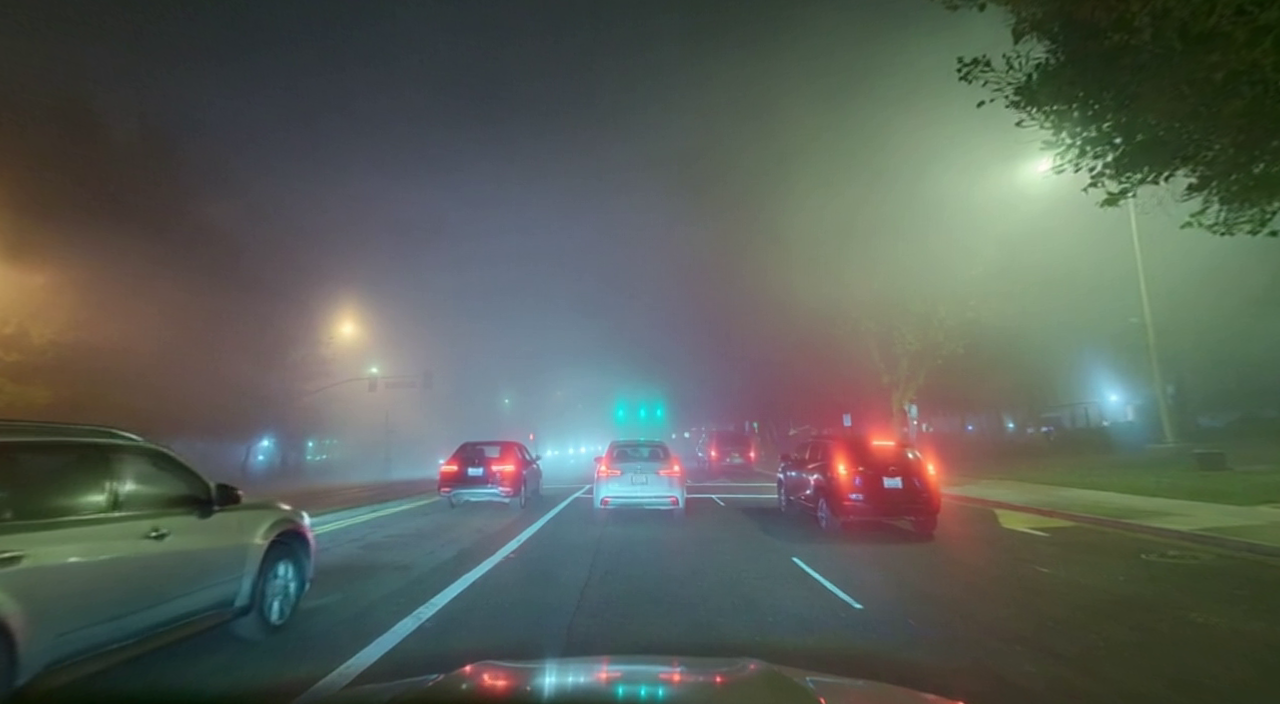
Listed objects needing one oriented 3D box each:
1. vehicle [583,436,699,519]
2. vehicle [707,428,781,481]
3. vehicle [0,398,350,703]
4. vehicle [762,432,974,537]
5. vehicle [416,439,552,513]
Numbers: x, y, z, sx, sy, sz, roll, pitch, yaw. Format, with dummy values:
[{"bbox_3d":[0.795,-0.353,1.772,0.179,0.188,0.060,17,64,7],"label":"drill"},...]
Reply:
[{"bbox_3d":[-0.054,2.561,13.395,2.101,1.480,3.929,0,-8,-2],"label":"vehicle"},{"bbox_3d":[4.197,4.260,26.358,2.142,1.957,5.443,0,-8,0],"label":"vehicle"},{"bbox_3d":[-3.327,0.981,2.693,2.038,1.481,4.379,0,-8,1],"label":"vehicle"},{"bbox_3d":[3.717,2.231,11.314,1.990,1.486,4.431,0,-8,-2],"label":"vehicle"},{"bbox_3d":[-3.411,2.786,14.687,2.002,1.465,4.098,0,-8,2],"label":"vehicle"}]
